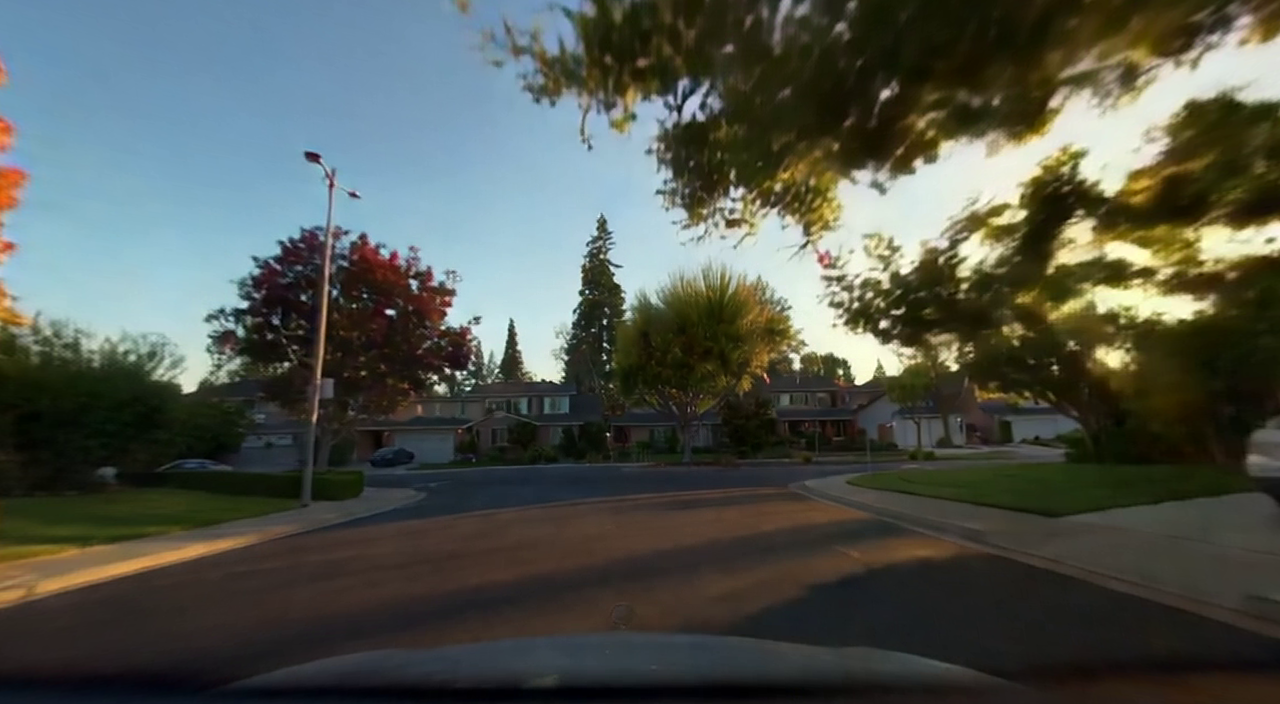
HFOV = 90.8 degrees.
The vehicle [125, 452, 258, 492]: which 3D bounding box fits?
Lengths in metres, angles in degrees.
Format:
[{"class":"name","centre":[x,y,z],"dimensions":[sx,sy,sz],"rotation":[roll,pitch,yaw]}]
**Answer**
[{"class":"vehicle","centre":[-20.993,5.608,29.712],"dimensions":[4.594,1.778,2.055],"rotation":[0,-9,0]}]
